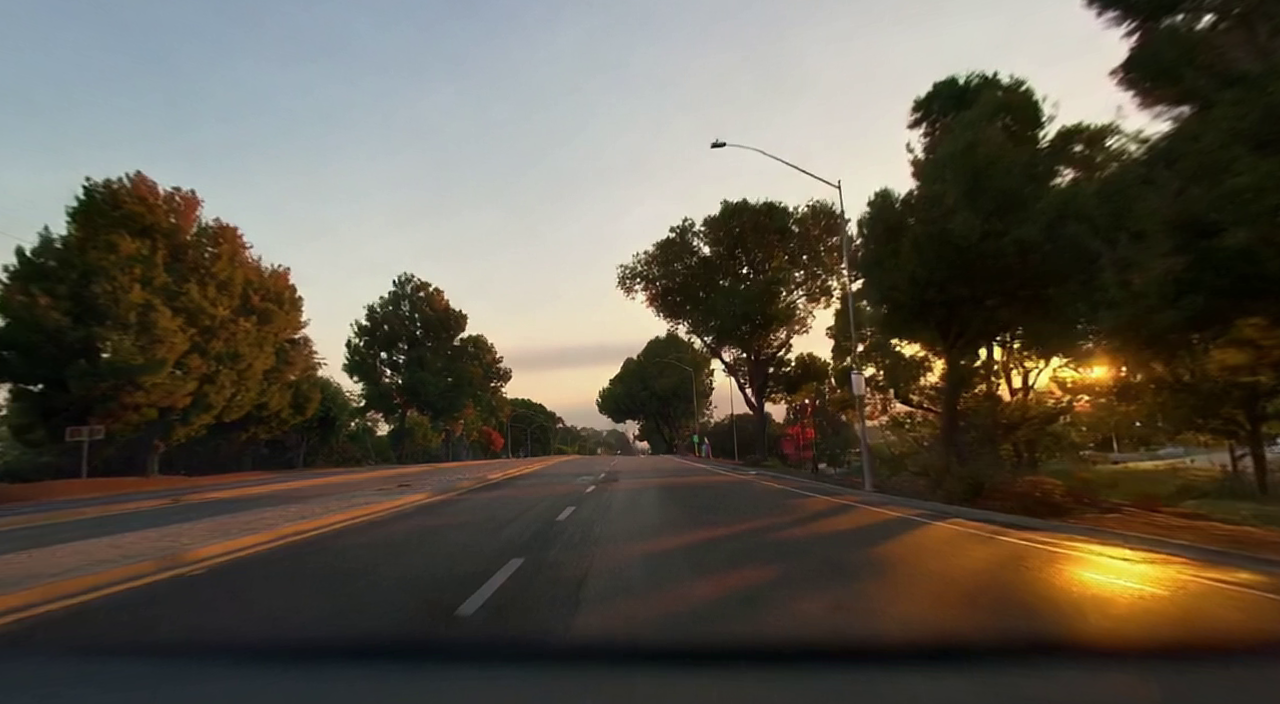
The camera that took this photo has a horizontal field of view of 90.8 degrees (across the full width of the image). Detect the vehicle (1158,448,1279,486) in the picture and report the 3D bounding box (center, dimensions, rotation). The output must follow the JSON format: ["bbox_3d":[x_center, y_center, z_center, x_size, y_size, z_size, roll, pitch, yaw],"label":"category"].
[{"bbox_3d":[36.461,7.118,39.265,6.443,2.084,2.514,-1,-9,-5],"label":"vehicle"}]
